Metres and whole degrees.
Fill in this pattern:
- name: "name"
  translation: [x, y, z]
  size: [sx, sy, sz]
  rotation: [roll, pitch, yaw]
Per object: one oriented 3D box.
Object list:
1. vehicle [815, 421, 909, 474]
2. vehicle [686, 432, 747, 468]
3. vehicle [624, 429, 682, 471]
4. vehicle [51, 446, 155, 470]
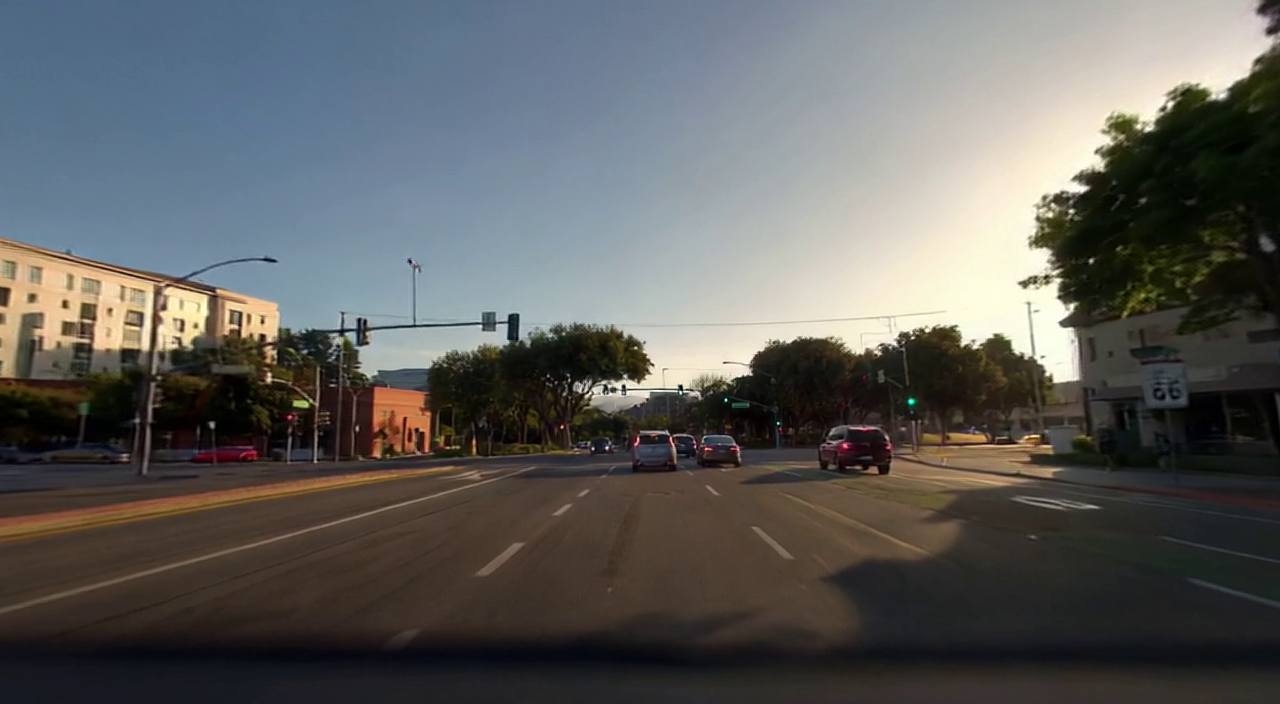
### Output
- name: "vehicle"
  translation: [8.721, 3.782, 25.263]
  size: [2.132, 1.892, 4.851]
  rotation: [-1, -8, 2]
- name: "vehicle"
  translation: [3.240, 4.282, 27.560]
  size: [1.994, 1.436, 4.169]
  rotation: [0, -8, -2]
- name: "vehicle"
  translation: [0.472, 3.903, 25.315]
  size: [2.099, 1.516, 4.681]
  rotation: [0, -8, 0]
- name: "vehicle"
  translation: [-33.198, 6.571, 39.084]
  size: [4.448, 1.422, 1.890]
  rotation: [2, -9, -12]
